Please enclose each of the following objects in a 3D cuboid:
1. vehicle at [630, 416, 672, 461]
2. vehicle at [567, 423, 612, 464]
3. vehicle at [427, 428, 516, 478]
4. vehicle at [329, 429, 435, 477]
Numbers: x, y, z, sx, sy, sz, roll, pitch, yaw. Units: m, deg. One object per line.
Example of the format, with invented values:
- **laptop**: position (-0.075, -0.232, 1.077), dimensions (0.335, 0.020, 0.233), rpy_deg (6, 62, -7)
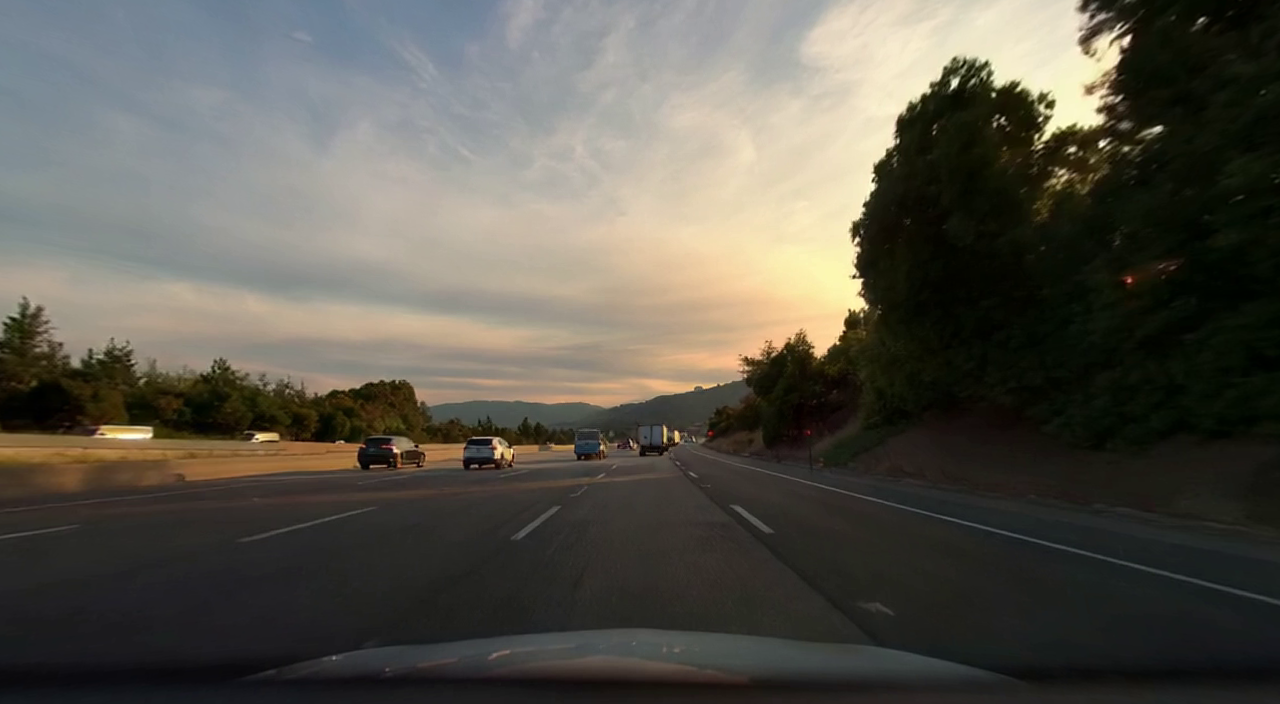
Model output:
- **vehicle**: position (0.759, 6.114, 44.427), dimensions (2.768, 2.854, 6.757), rpy_deg (0, -8, 1)
- **vehicle**: position (-3.241, 6.039, 41.760), dimensions (2.328, 2.519, 5.238), rpy_deg (0, -8, 3)
- **vehicle**: position (-6.826, 4.171, 26.258), dimensions (2.206, 1.838, 4.889), rpy_deg (0, -8, 1)
- **vehicle**: position (-10.700, 4.250, 26.775), dimensions (2.080, 1.777, 5.450), rpy_deg (0, -8, 1)
